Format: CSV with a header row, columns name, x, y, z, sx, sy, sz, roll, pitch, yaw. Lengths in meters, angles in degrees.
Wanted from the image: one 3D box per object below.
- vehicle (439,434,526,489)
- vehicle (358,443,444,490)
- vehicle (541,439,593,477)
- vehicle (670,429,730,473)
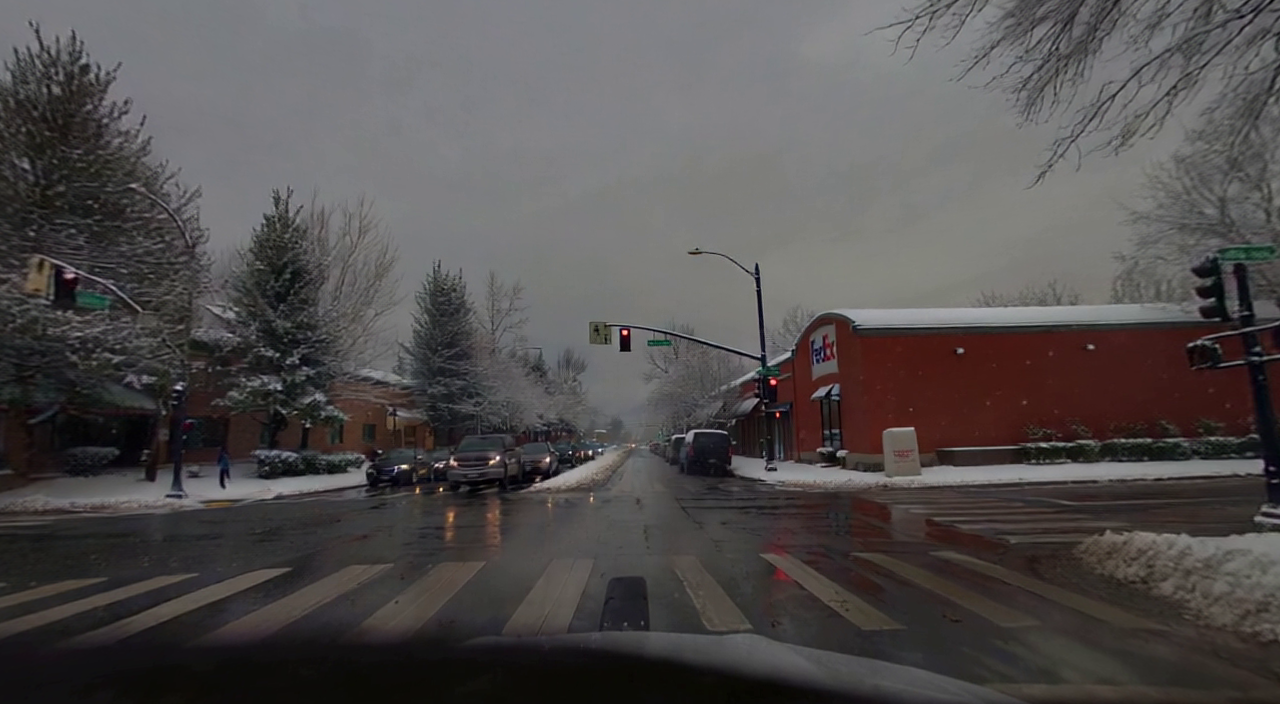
name,x,y,z,sx,sy,sz,roll,pitch,yaw
vehicle,-5.908,4.140,24.324,2.242,1.887,4.924,0,-8,-2
vehicle,-9.912,4.748,26.582,2.216,1.804,4.526,1,-8,-6
vehicle,-3.268,4.850,29.128,2.033,1.596,4.142,0,-8,-2
vehicle,3.101,5.308,34.032,2.557,2.188,5.164,1,-8,-2
